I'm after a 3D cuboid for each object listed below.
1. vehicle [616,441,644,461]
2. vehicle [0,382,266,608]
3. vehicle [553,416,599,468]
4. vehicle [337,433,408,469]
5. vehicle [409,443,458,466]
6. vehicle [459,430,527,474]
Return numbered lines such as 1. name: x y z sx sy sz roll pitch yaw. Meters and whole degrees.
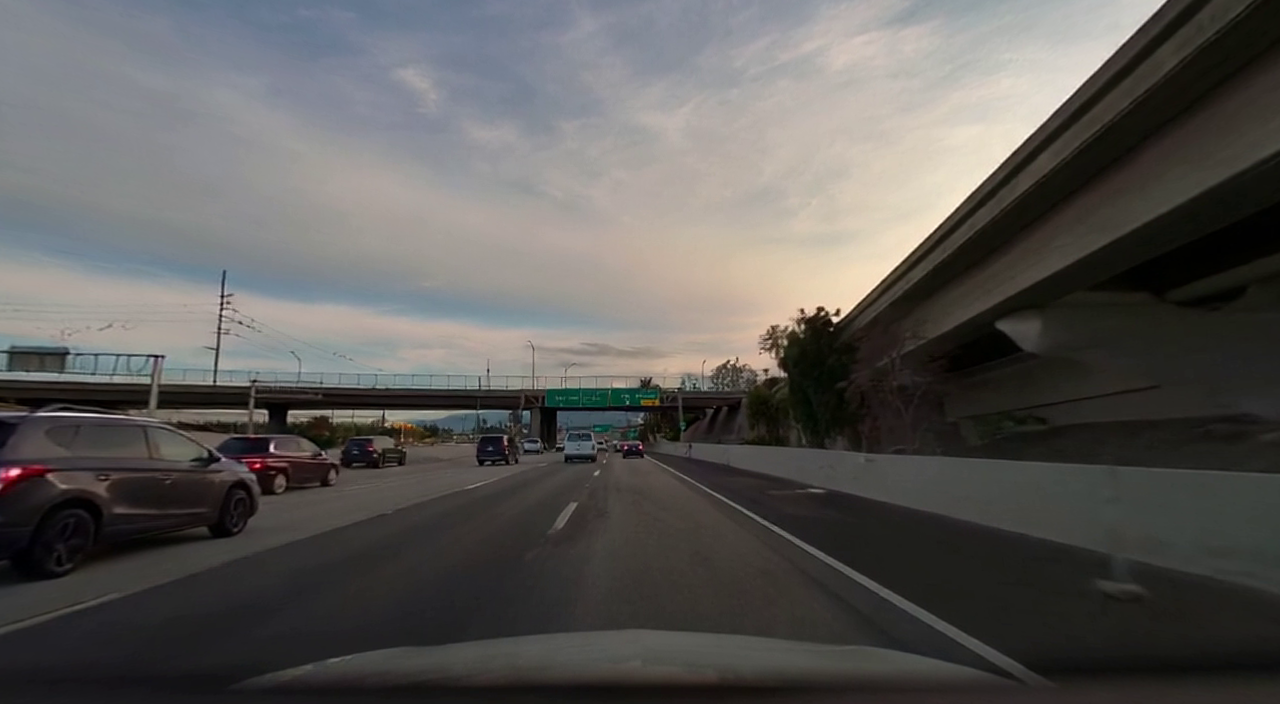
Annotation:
1. vehicle: -0.805 7.764 49.356 2.079 1.506 4.488 0 -8 -2
2. vehicle: -6.344 1.249 5.708 2.355 1.805 5.938 0 -8 -2
3. vehicle: -3.733 5.465 38.031 2.301 2.843 6.458 0 -8 -2
4. vehicle: -17.308 6.416 40.999 2.258 2.139 5.495 0 -8 -1
5. vehicle: -13.919 6.897 42.543 1.899 1.485 4.368 0 -8 -1
6. vehicle: -7.017 4.823 30.465 2.179 1.948 4.618 0 -8 0
